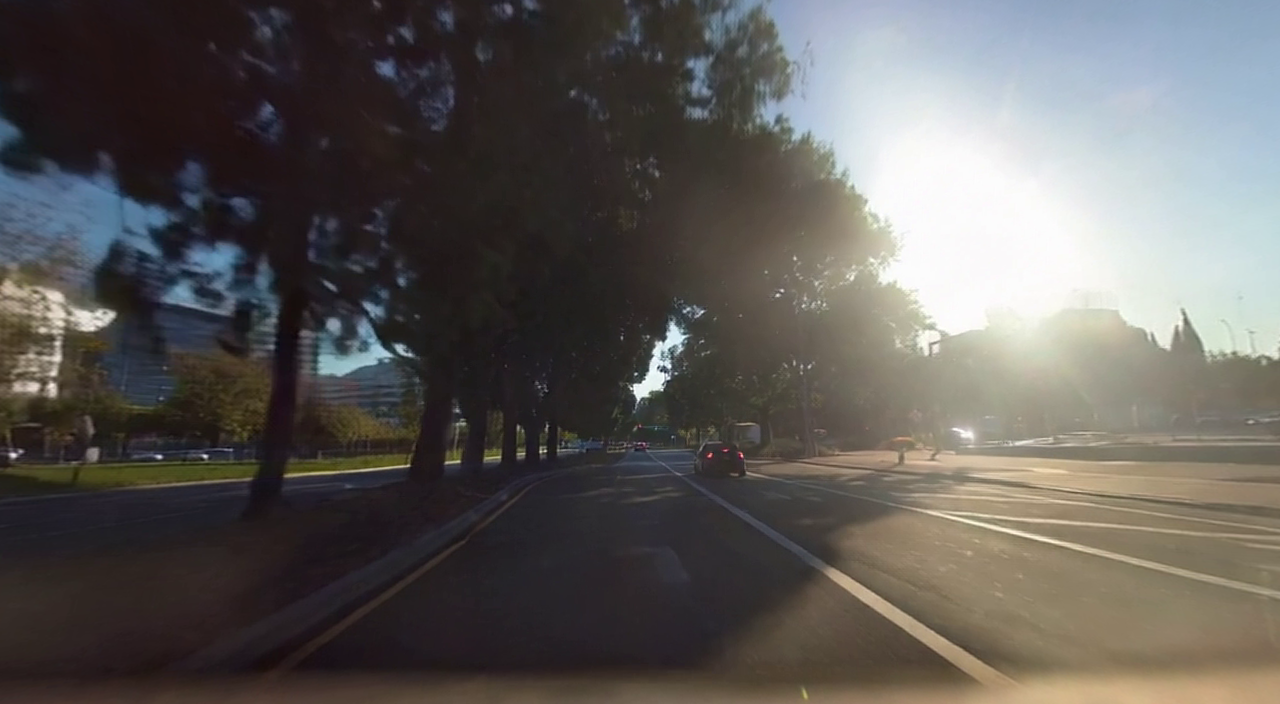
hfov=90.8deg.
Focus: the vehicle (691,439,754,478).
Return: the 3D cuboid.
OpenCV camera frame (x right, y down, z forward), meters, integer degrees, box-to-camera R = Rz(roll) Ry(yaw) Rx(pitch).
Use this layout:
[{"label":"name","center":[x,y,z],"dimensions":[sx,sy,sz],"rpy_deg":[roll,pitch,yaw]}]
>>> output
[{"label":"vehicle","center":[3.332,4.410,26.421],"dimensions":[1.948,1.479,4.620],"rpy_deg":[0,-8,-1]}]
